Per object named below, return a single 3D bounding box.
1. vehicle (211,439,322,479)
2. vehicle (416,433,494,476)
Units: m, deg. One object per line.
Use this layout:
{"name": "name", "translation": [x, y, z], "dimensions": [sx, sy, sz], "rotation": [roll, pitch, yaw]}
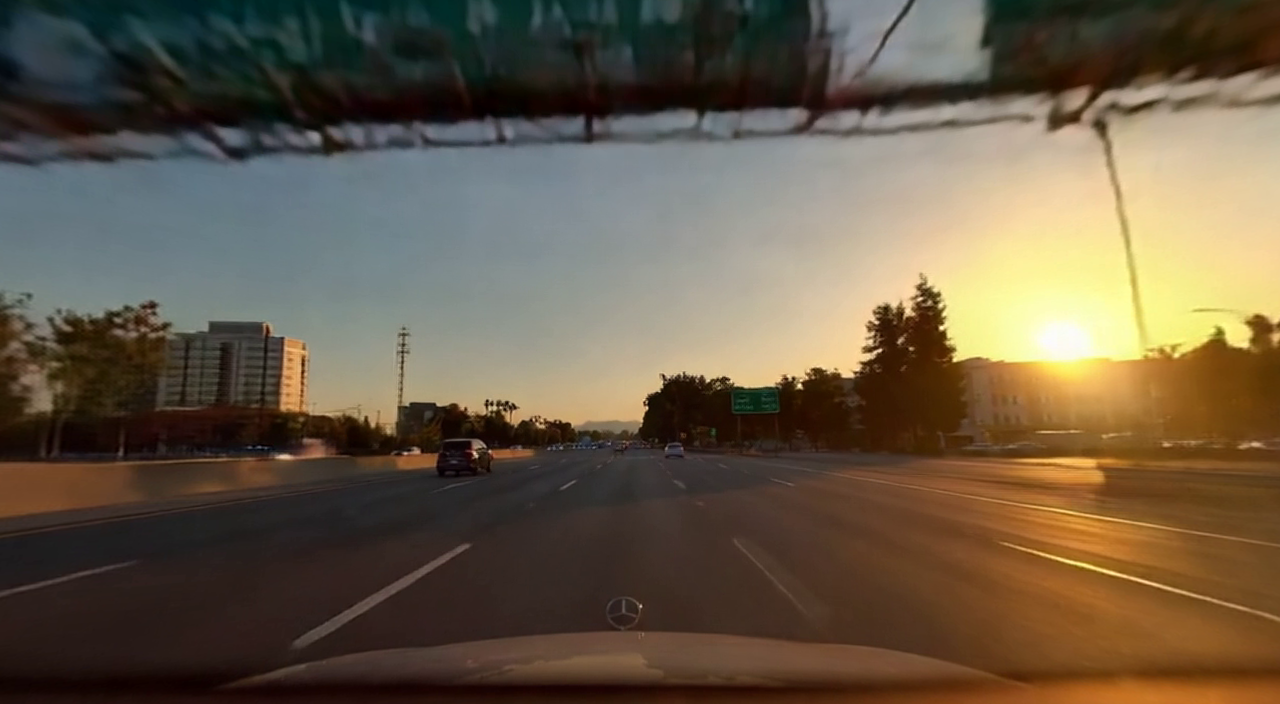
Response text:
{"name": "vehicle", "translation": [-17.858, 5.095, 30.587], "dimensions": [2.080, 1.716, 5.312], "rotation": [0, -8, 0]}
{"name": "vehicle", "translation": [-7.944, 4.435, 27.593], "dimensions": [2.089, 1.724, 4.327], "rotation": [0, -8, 0]}
